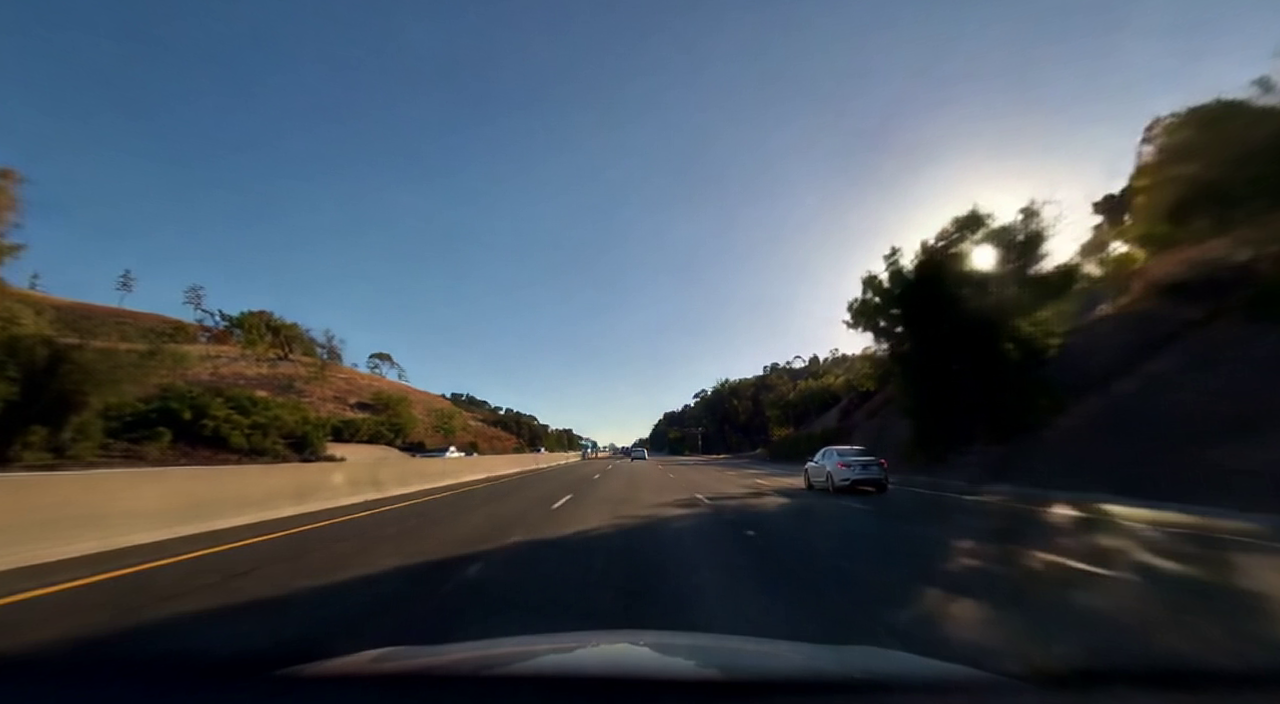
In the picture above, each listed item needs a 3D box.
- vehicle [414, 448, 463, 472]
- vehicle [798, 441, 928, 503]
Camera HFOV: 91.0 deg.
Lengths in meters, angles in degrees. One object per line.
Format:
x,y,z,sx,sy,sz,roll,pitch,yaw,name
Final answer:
-14.560,7.774,45.720,2.014,1.633,4.543,0,-9,0,vehicle
5.982,3.258,17.513,1.976,1.495,4.217,0,-9,-1,vehicle
